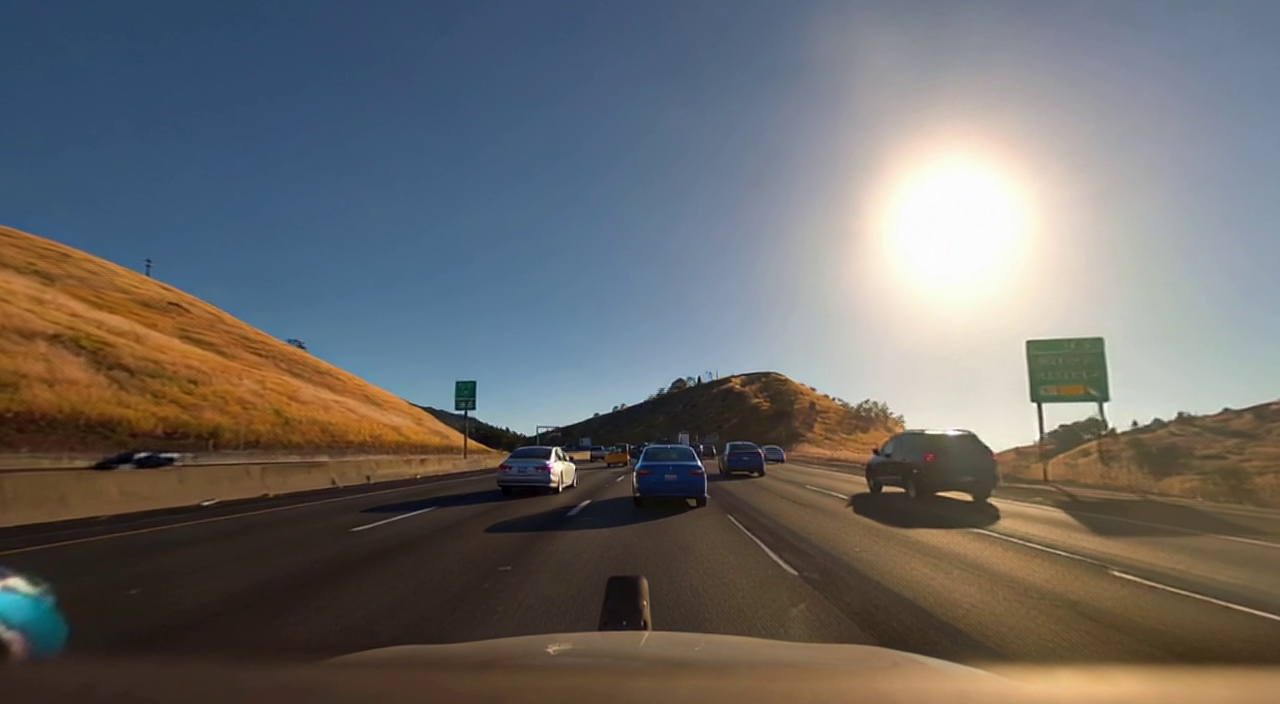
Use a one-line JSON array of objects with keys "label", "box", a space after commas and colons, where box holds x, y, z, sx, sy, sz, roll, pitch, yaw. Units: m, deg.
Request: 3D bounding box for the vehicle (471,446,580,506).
[{"label": "vehicle", "box": [-2.969, 3.327, 17.455, 2.017, 1.446, 4.384, -1, -8, 3]}]

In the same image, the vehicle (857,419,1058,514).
[{"label": "vehicle", "box": [7.046, 2.593, 14.804, 2.210, 1.831, 4.843, 0, -8, 1]}]

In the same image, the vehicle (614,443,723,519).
[{"label": "vehicle", "box": [0.603, 2.756, 14.018, 2.072, 1.431, 3.904, -1, -8, 2]}]

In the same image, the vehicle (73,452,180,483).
[{"label": "vehicle", "box": [-27.292, 6.135, 33.732, 1.841, 1.458, 4.454, -1, -8, 2]}]

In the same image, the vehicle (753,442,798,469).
[{"label": "vehicle", "box": [8.595, 6.593, 40.485, 2.032, 1.580, 4.928, -1, -8, 3]}]

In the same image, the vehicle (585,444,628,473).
[{"label": "vehicle", "box": [-1.918, 6.291, 37.417, 2.034, 1.572, 4.444, -1, -8, 4]}]

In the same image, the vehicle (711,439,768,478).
[{"label": "vehicle", "box": [4.631, 5.034, 30.034, 2.083, 1.693, 4.740, 0, -8, 2]}]
